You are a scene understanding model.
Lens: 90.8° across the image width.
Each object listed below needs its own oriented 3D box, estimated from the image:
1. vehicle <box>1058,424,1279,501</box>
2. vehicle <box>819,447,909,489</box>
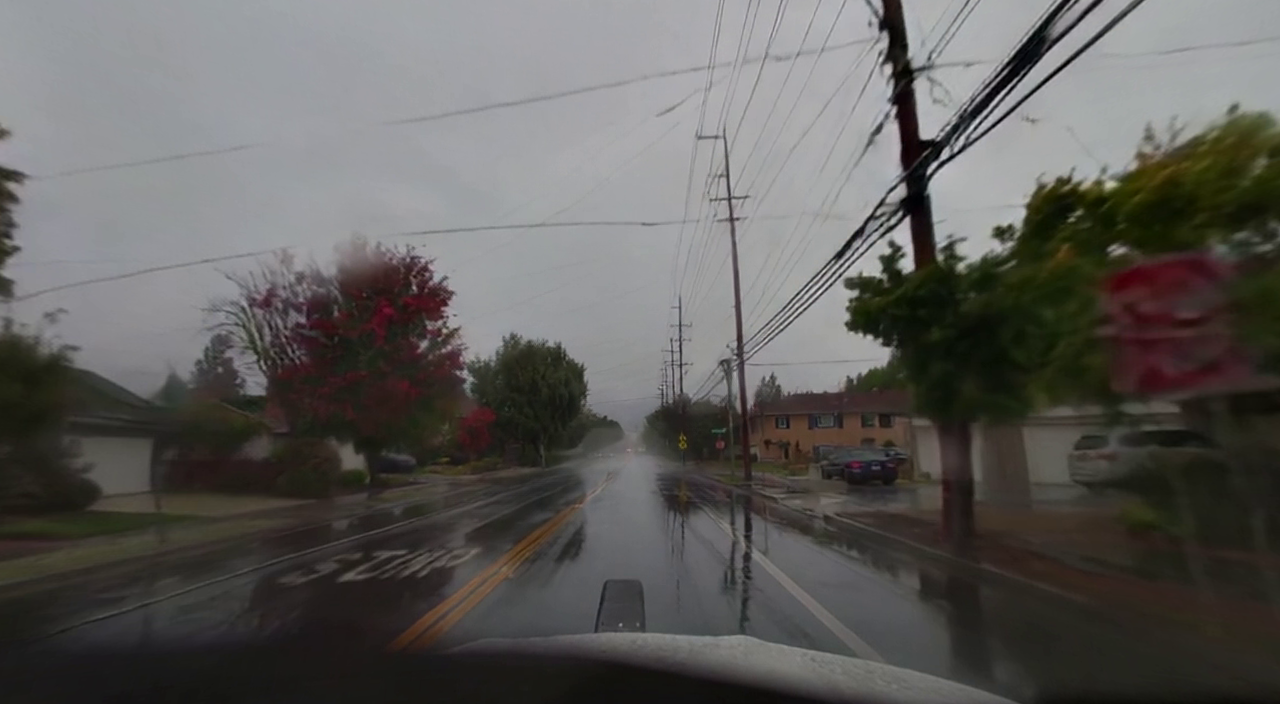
[{"bbox_3d":[15.196,3.053,17.650,5.188,1.955,2.444,0,-9,1],"label":"vehicle"},{"bbox_3d":[8.694,4.502,24.936,1.811,1.491,4.407,0,-9,-2],"label":"vehicle"}]
